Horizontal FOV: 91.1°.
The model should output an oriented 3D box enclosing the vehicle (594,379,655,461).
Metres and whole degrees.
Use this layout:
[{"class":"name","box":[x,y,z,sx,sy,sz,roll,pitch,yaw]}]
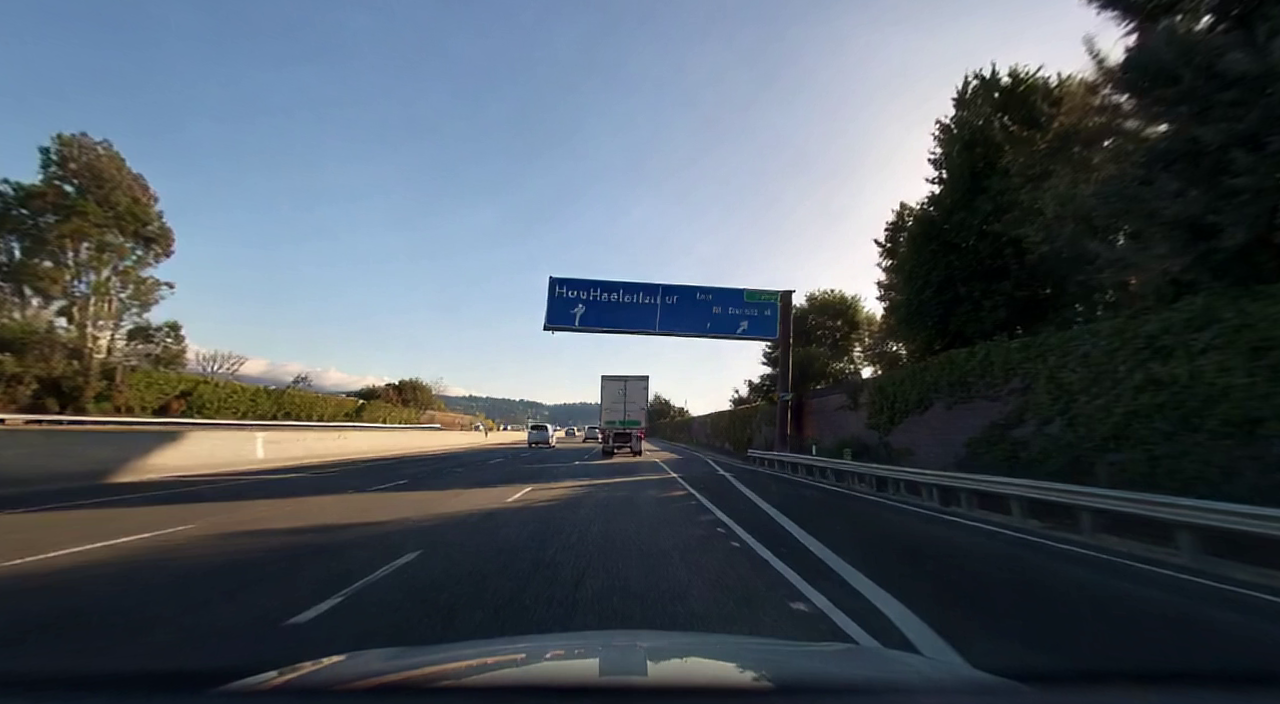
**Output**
[{"class":"vehicle","box":[-0.964,4.147,37.040,3.002,3.987,12.477,0,-8,-2]}]
